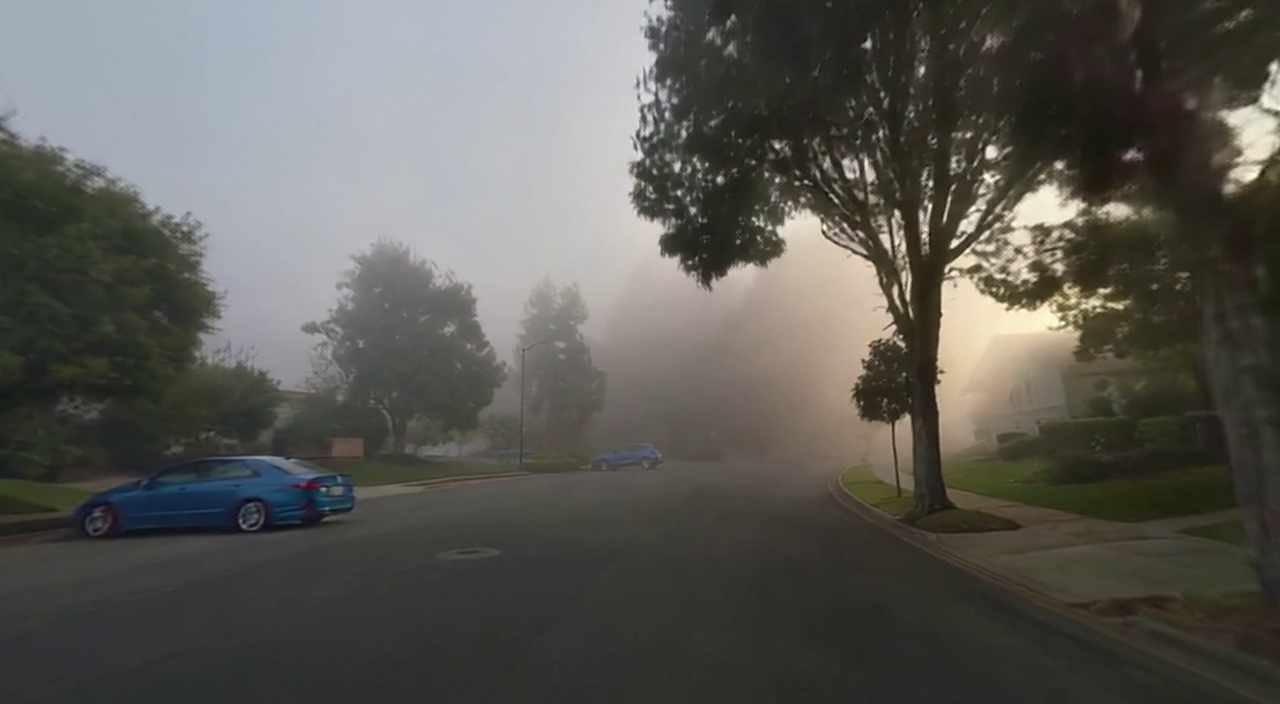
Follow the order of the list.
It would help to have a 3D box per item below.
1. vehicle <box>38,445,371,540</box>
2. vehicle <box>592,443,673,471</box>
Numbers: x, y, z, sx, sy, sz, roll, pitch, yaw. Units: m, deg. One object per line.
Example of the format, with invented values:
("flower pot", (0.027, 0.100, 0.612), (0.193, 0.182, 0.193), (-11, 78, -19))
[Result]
("vehicle", (-7.568, 2.427, 11.309), (4.653, 1.480, 1.871), (-1, -8, 4))
("vehicle", (-0.439, 6.450, 39.023), (4.692, 1.660, 1.879), (-2, -9, 15))
